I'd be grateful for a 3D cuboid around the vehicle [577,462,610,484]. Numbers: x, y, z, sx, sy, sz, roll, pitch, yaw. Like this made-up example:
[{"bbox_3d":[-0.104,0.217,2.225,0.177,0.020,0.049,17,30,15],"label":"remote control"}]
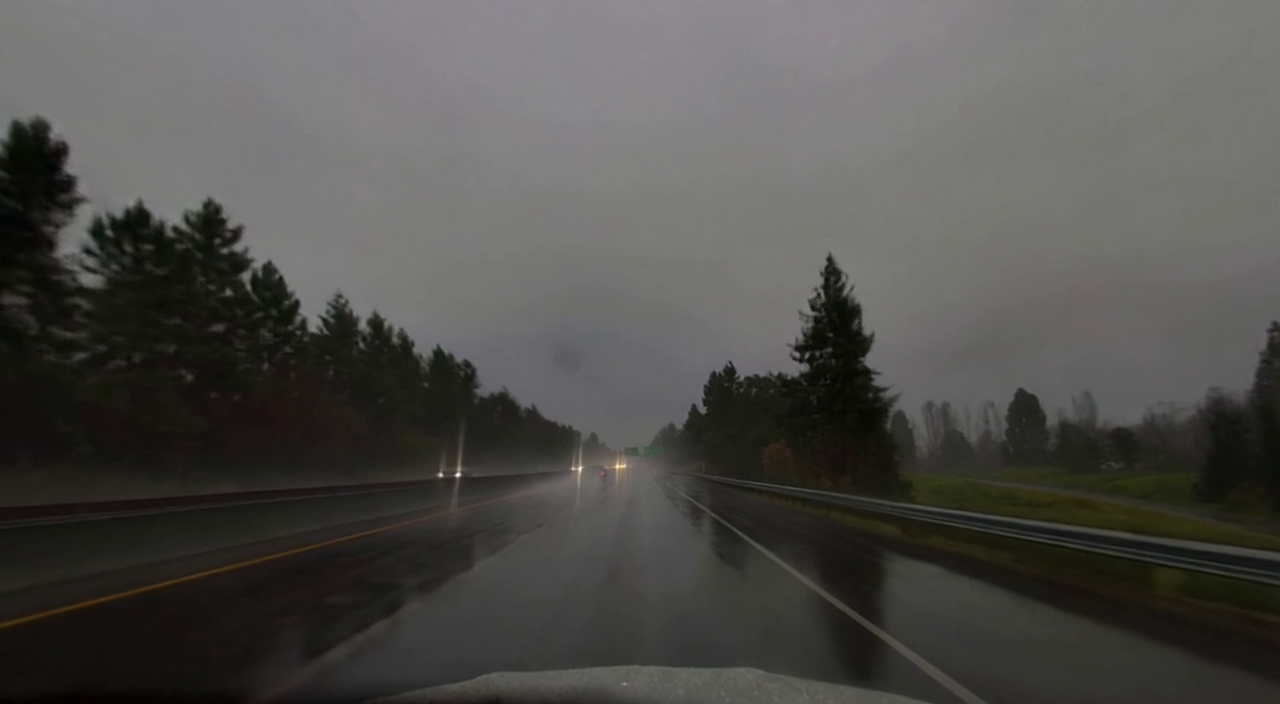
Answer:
[{"bbox_3d":[-3.556,9.424,49.223,2.180,1.618,4.219,1,-10,1],"label":"vehicle"}]
